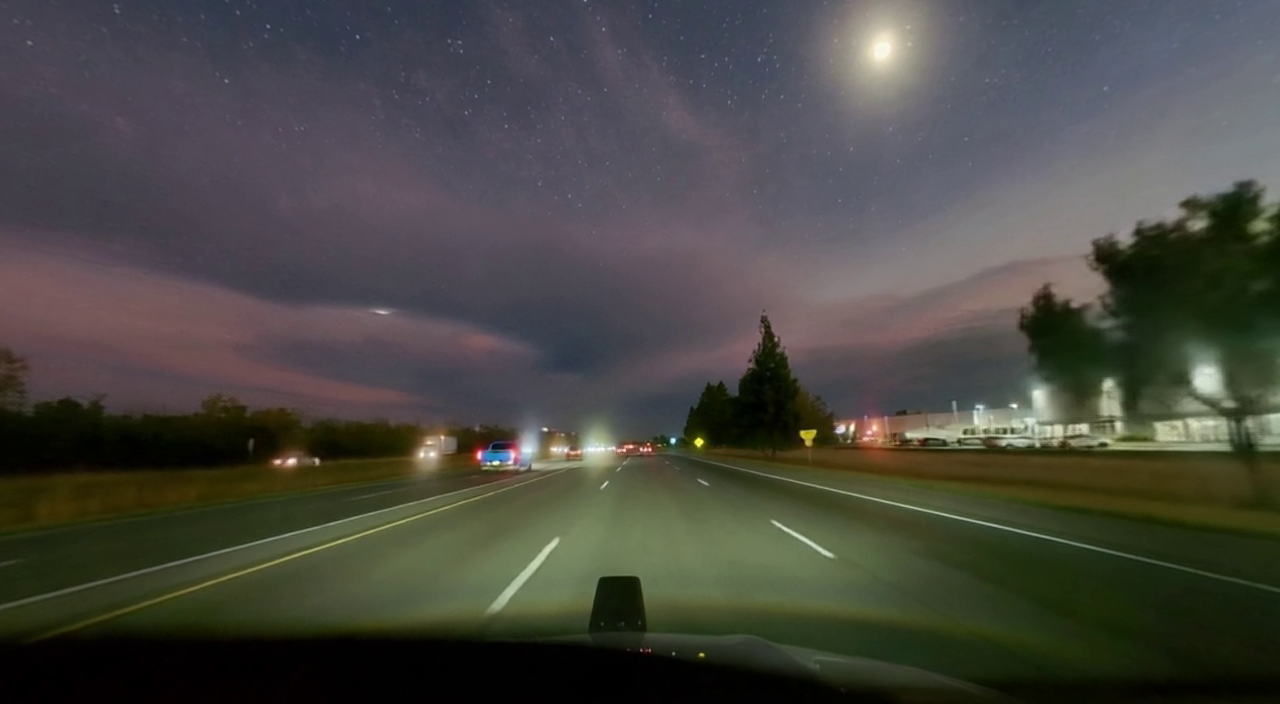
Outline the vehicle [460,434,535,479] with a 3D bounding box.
[{"bbox_3d":[-6.673,5.001,30.414,2.156,1.911,5.956,0,-9,1],"label":"vehicle"}]
